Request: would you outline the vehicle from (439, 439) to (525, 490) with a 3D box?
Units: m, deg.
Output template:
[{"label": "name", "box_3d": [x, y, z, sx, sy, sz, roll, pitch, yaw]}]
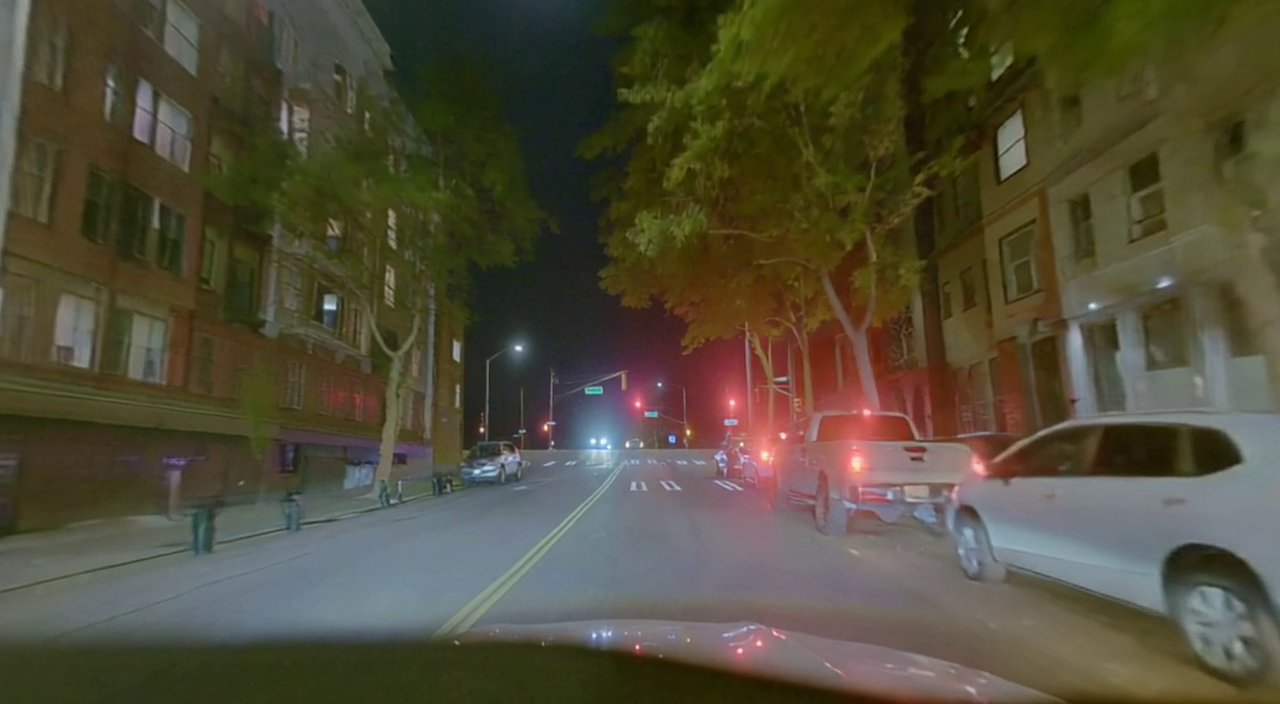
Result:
[{"label": "vehicle", "box_3d": [-5.913, 4.248, 24.268, 2.013, 1.772, 4.439, -1, -8, 2]}]

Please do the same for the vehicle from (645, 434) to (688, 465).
[{"label": "vehicle", "box_3d": [1.572, 5.585, 36.197, 2.111, 1.619, 4.077, -1, -9, 7]}]

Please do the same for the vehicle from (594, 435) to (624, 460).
[{"label": "vehicle", "box_3d": [-2.266, 7.089, 46.923, 1.979, 1.723, 3.849, 0, -8, 1]}]

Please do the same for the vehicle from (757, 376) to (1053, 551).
[{"label": "vehicle", "box_3d": [3.641, 1.725, 10.369, 2.356, 2.043, 5.791, 0, -8, 0]}]

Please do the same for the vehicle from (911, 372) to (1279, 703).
[{"label": "vehicle", "box_3d": [3.951, 1.164, 4.772, 1.871, 1.603, 4.161, 0, -8, -1]}]
